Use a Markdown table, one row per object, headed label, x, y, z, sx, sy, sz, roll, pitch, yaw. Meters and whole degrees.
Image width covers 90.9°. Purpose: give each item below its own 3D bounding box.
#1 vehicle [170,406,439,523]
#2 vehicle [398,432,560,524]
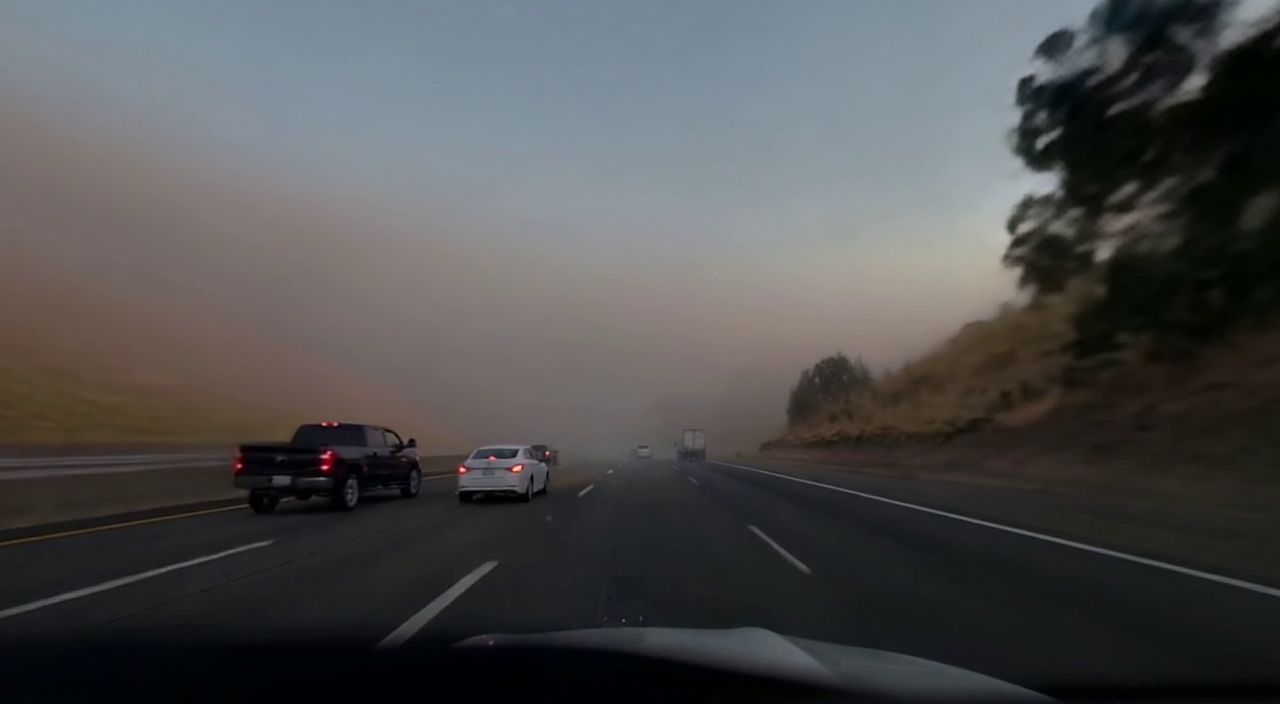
| label | x | y | z | sx | sy | sz | roll | pitch | yaw |
| --- | --- | --- | --- | --- | --- | --- | --- | --- | --- |
| vehicle | -6.978 | 2.472 | 14.392 | 2.589 | 2.063 | 6.206 | -1 | -8 | 2 |
| vehicle | -3.063 | 2.508 | 13.159 | 2.091 | 1.552 | 4.516 | 0 | -9 | 2 |
